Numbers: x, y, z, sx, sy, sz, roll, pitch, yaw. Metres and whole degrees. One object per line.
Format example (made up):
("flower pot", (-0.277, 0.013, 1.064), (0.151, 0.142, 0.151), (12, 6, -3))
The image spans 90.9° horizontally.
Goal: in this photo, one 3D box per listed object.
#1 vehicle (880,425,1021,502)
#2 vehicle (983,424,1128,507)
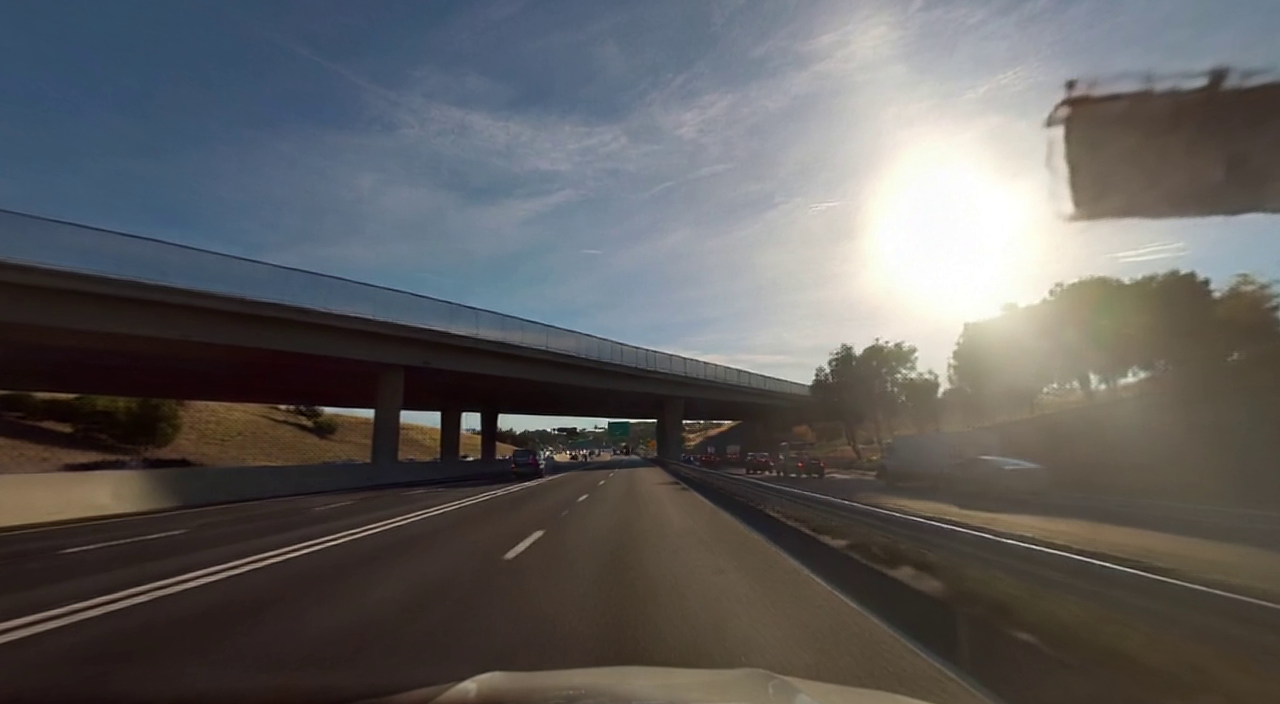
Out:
("vehicle", (15.845, 5.742, 33.183), (2.635, 3.459, 9.104), (1, -9, -1))
("vehicle", (18.662, 5.096, 28.803), (2.594, 3.362, 5.549), (1, -9, -1))
